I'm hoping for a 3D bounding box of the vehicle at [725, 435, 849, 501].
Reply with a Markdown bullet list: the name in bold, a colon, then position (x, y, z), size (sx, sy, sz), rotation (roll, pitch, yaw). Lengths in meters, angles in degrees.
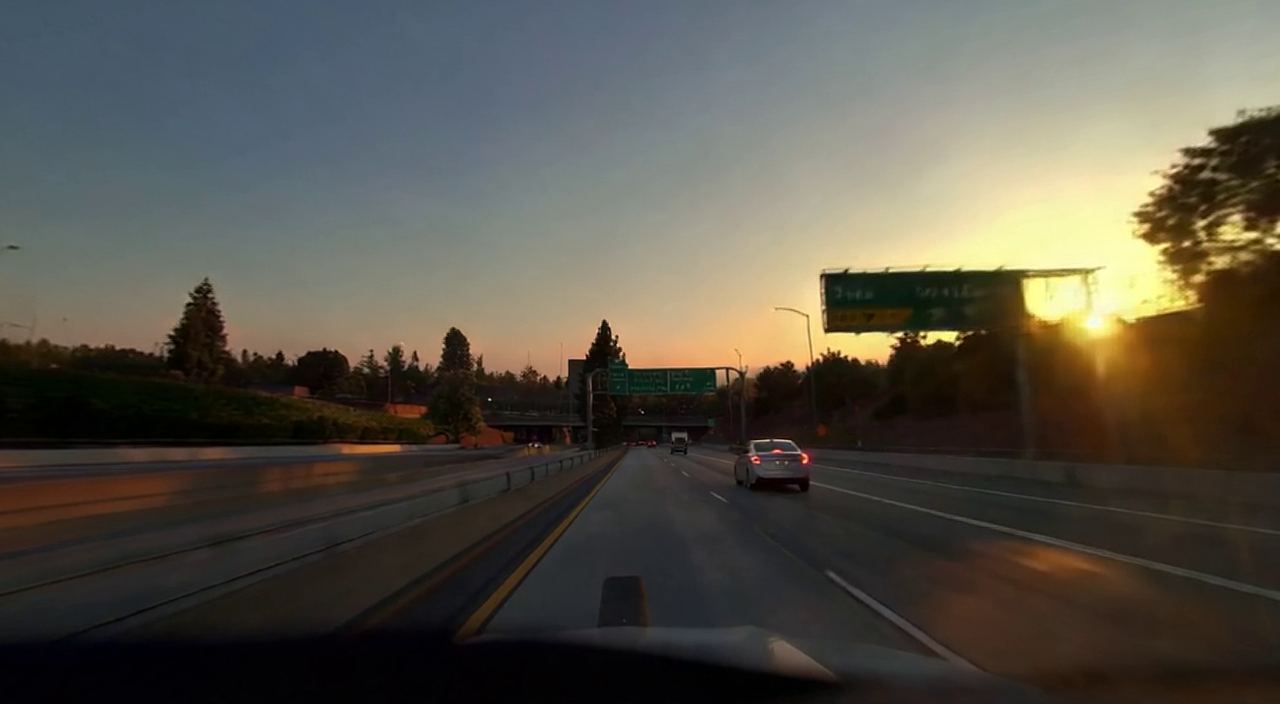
- **vehicle**: position (3.621, 2.941, 16.480), size (2.091, 1.482, 4.522), rotation (0, -8, -1)
